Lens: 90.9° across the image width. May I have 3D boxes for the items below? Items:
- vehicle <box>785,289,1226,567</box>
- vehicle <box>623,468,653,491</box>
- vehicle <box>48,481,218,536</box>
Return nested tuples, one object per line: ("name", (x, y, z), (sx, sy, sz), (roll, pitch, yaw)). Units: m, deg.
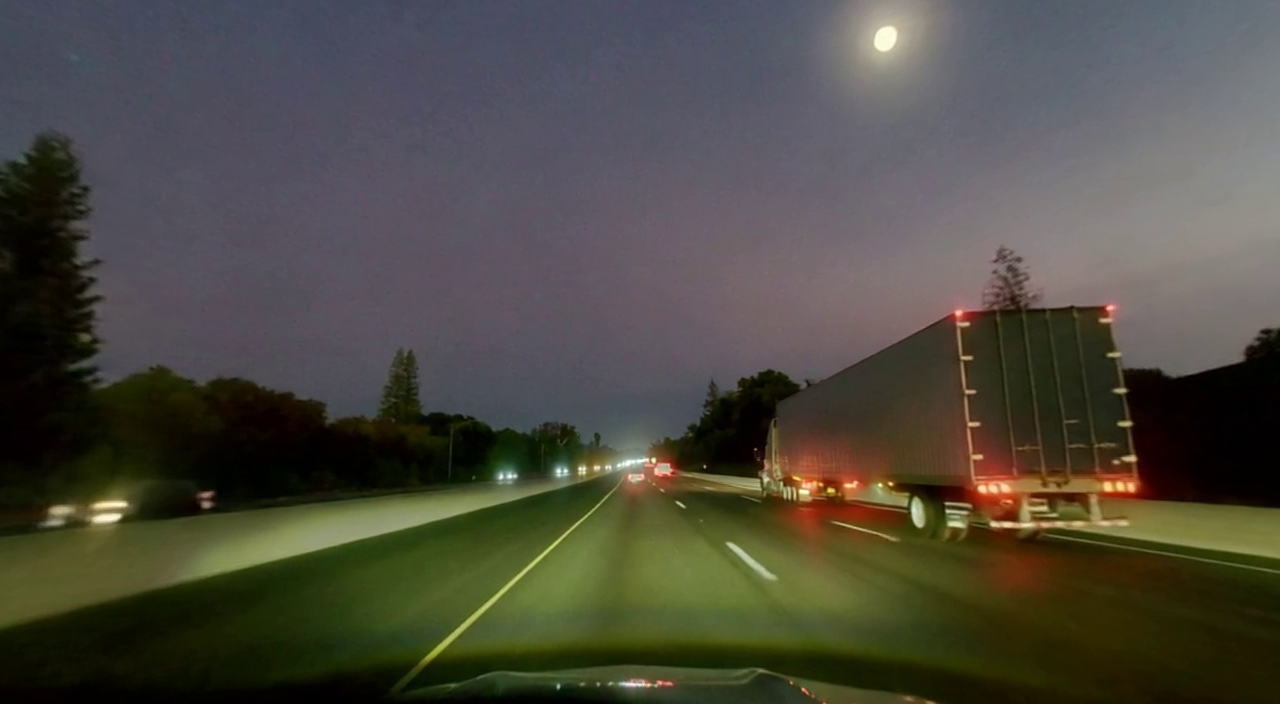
("vehicle", (6.857, 2.305, 16.136), (2.926, 4.073, 13.836), (1, -11, 0))
("vehicle", (-0.153, 8.856, 43.952), (2.029, 1.459, 3.684), (1, -11, 0))
("vehicle", (-15.590, 4.809, 19.726), (1.840, 1.425, 4.145), (0, -11, 0))
